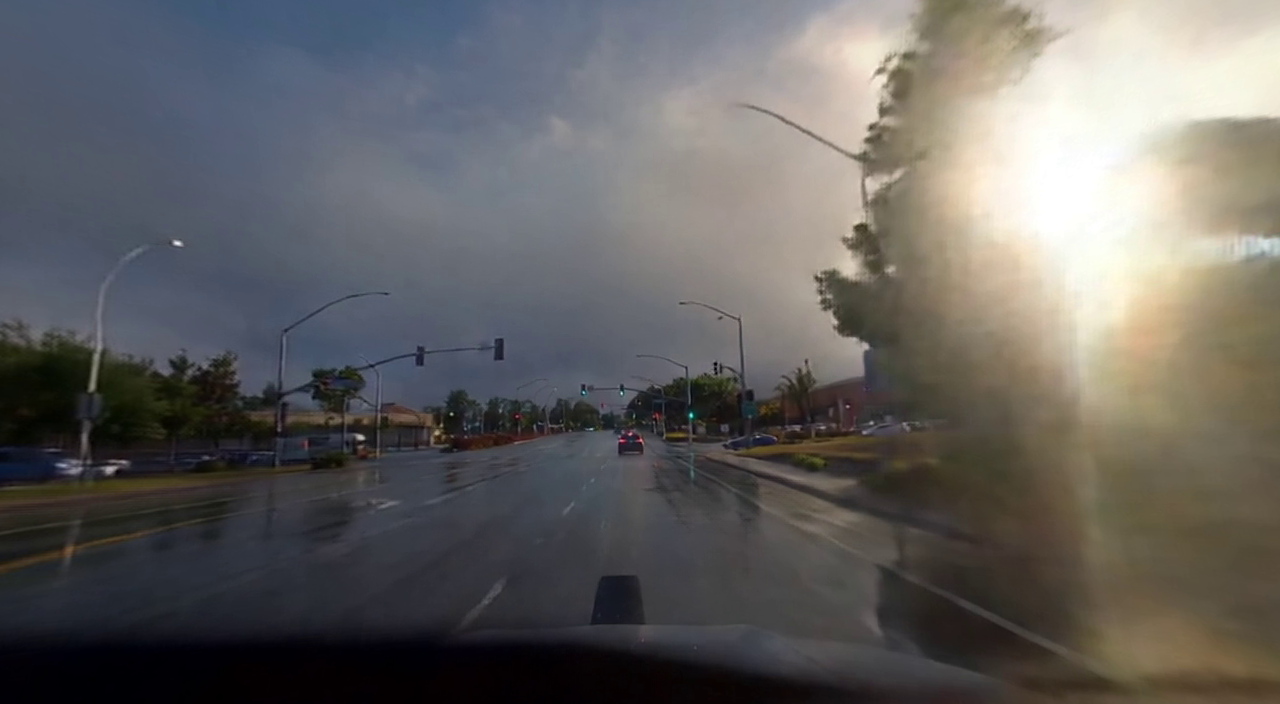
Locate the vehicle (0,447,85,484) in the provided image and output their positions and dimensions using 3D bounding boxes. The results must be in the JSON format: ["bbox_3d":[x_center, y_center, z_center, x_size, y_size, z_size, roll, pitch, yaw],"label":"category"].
[{"bbox_3d":[-30.608,5.497,30.747,5.136,1.723,1.953,0,-9,-3],"label":"vehicle"}]

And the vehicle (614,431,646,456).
[{"bbox_3d":[-0.693,6.283,43.249,2.024,1.628,4.774,0,-8,-1],"label":"vehicle"}]
